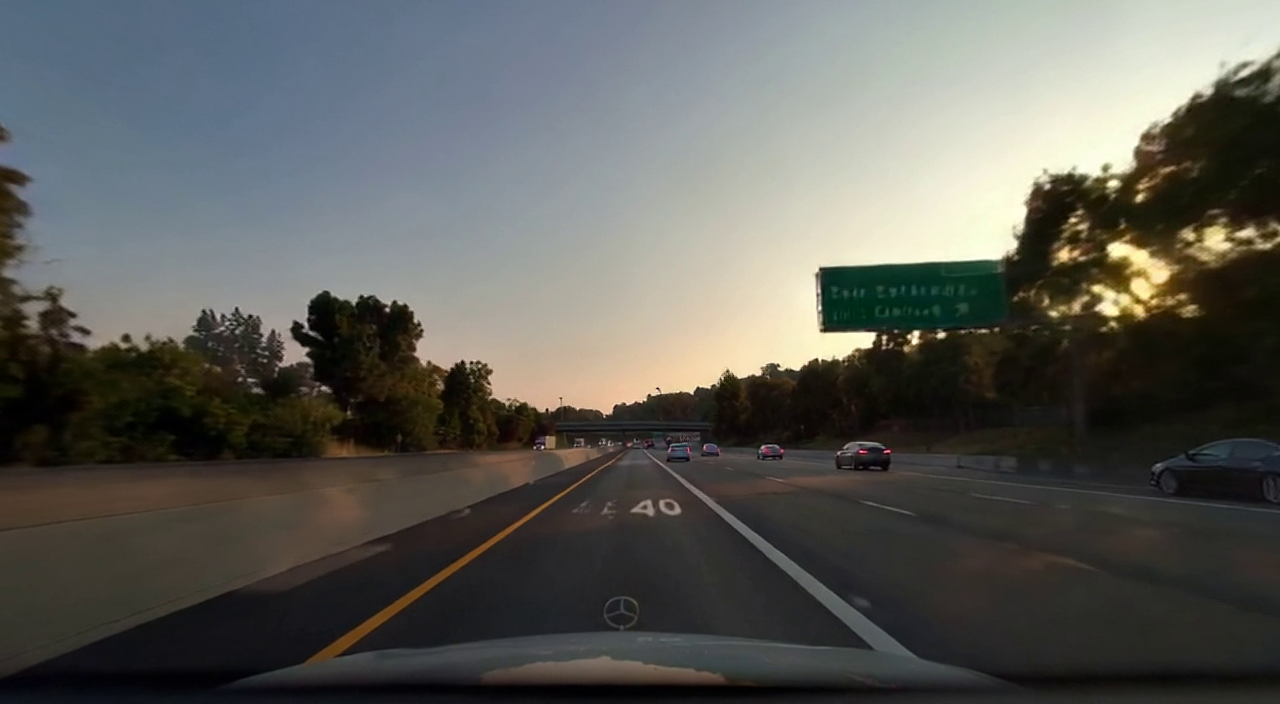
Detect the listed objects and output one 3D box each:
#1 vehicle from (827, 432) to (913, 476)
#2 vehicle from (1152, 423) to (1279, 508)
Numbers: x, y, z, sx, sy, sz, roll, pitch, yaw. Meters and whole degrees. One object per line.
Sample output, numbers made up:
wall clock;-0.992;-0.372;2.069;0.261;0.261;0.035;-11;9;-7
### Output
vehicle;10.265;4.581;28.605;2.098;1.820;4.505;0;-9;-1
vehicle;14.110;2.466;13.875;1.957;1.709;4.387;0;-9;-1
